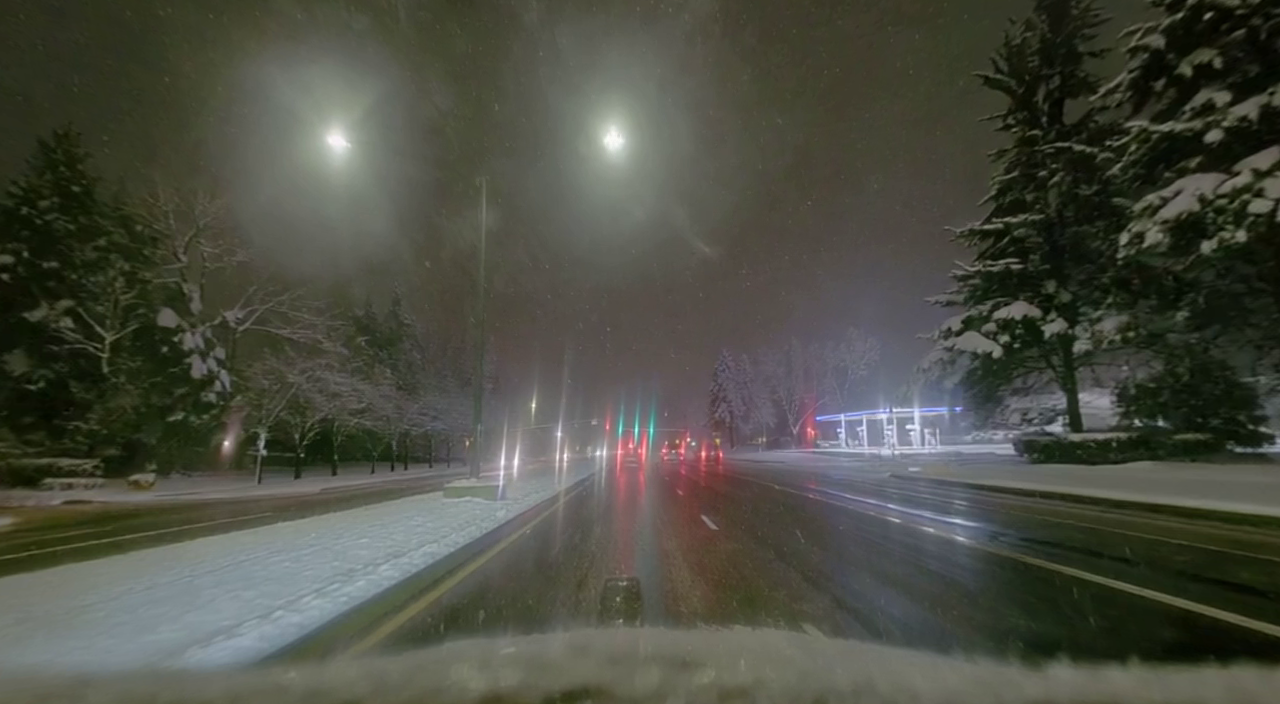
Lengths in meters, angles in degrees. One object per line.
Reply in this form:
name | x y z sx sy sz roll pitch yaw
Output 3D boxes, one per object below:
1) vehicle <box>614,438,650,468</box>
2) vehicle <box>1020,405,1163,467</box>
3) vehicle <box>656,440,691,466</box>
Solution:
vehicle | -0.539 6.675 41.953 2.261 1.820 4.255 0 -9 -1
vehicle | 28.996 5.403 40.564 8.711 3.678 2.870 3 -9 -21
vehicle | 2.366 7.361 46.281 2.140 1.800 4.660 0 -9 -2
